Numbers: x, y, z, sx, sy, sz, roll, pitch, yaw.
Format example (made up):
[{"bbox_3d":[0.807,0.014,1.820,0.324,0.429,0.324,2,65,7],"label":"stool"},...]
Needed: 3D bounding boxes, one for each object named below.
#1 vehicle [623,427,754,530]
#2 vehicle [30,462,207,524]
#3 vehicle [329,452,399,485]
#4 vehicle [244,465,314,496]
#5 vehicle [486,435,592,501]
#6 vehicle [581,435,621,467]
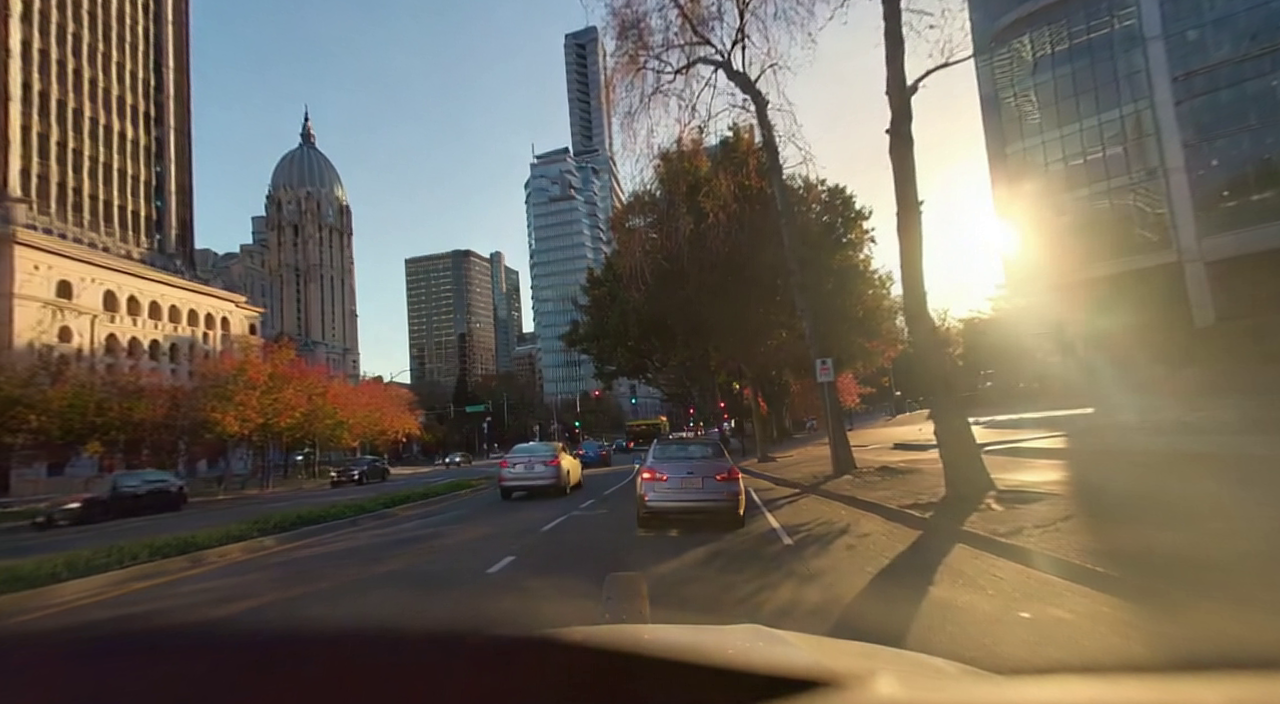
[{"bbox_3d":[0.756,2.171,11.301,1.933,1.504,3.802,0,-9,1],"label":"vehicle"},{"bbox_3d":[-16.949,4.572,20.888,2.075,1.700,4.405,0,-9,-1],"label":"vehicle"},{"bbox_3d":[-16.747,7.067,38.572,2.024,1.782,4.827,0,-9,0],"label":"vehicle"},{"bbox_3d":[-23.389,8.338,41.086,2.003,1.747,4.505,0,-9,-2],"label":"vehicle"},{"bbox_3d":[-2.533,3.051,16.967,1.961,1.517,4.202,0,-9,3],"label":"vehicle"},{"bbox_3d":[-2.254,5.853,37.425,1.969,1.764,4.160,0,-9,2],"label":"vehicle"}]
